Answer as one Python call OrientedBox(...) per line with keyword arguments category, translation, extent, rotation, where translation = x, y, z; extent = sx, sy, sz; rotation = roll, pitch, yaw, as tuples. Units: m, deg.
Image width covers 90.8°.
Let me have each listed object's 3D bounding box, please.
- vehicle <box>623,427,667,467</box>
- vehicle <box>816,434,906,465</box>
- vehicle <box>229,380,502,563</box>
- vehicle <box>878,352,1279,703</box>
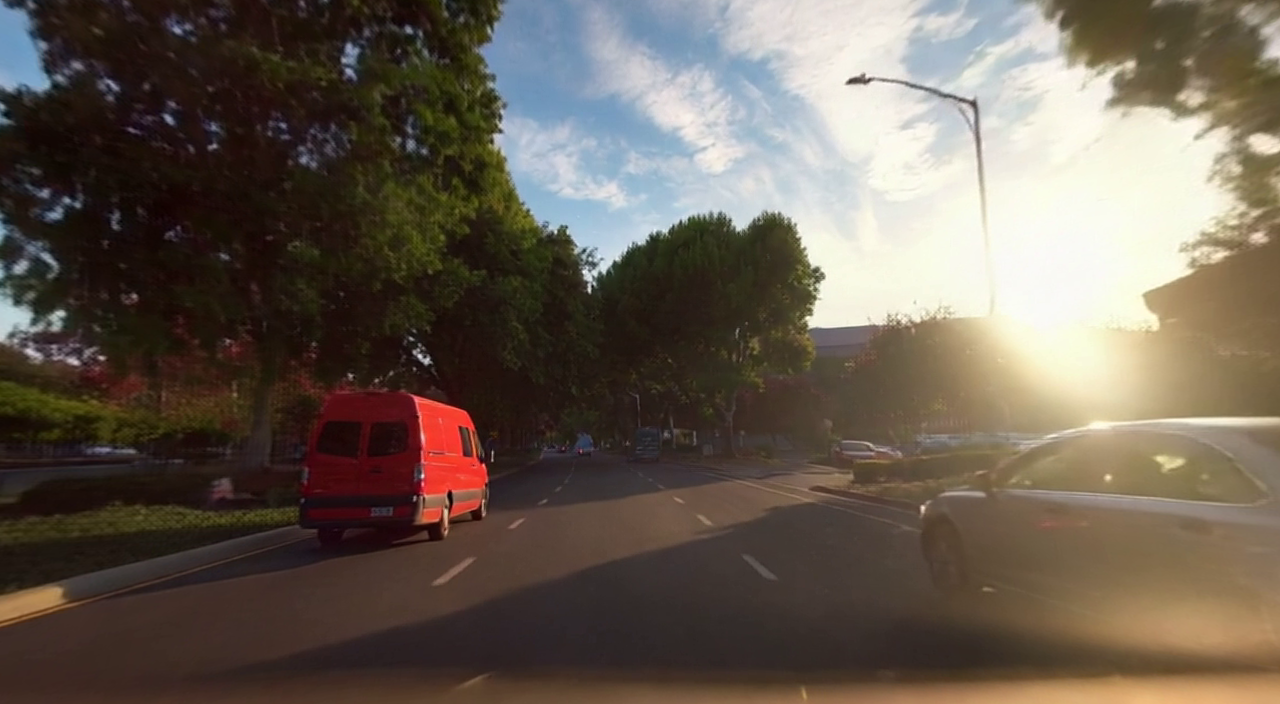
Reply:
OrientedBox(category="vehicle", translation=(0.233, 6.541, 43.429), extent=(2.397, 2.566, 5.324), rotation=(1, -9, -6))
OrientedBox(category="vehicle", translation=(12.145, 5.363, 34.928), extent=(4.117, 1.627, 2.086), rotation=(1, -9, -5))
OrientedBox(category="vehicle", translation=(-3.863, 1.796, 10.095), extent=(2.420, 2.227, 4.499), rotation=(0, -9, -2))
OrientedBox(category="vehicle", translation=(3.426, 1.038, 3.729), extent=(2.087, 1.658, 4.612), rotation=(0, -9, -2))
